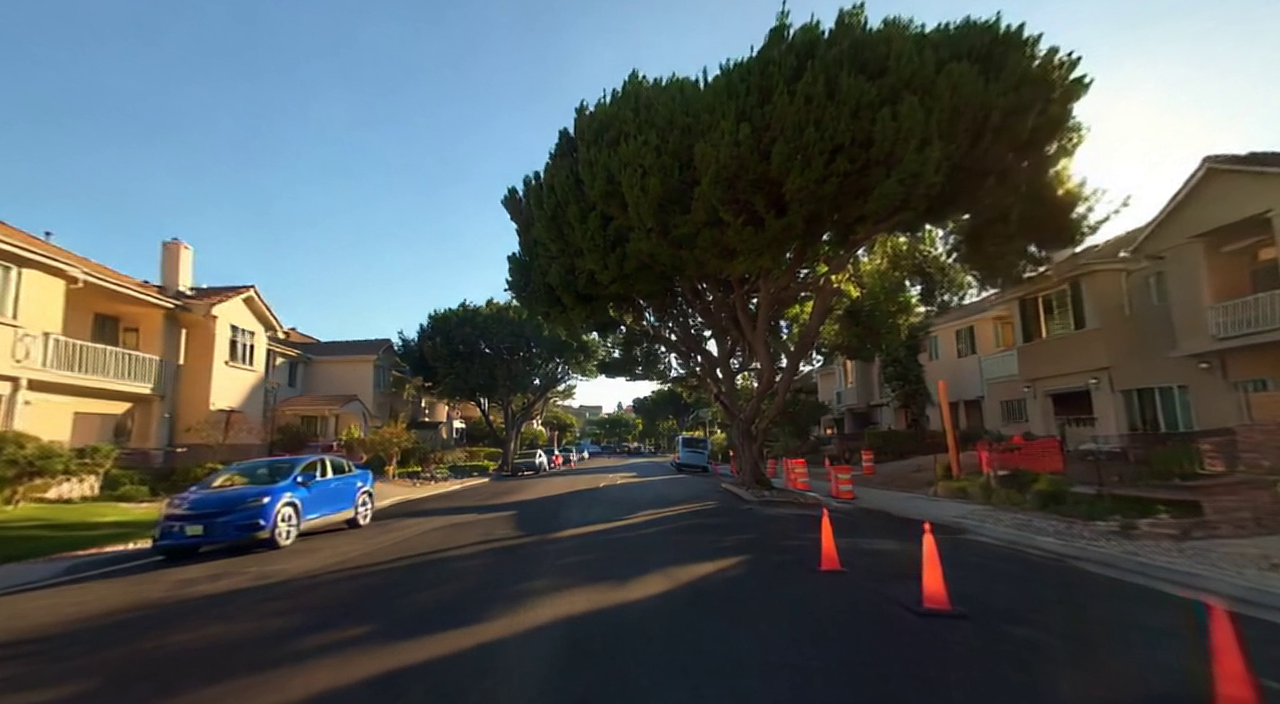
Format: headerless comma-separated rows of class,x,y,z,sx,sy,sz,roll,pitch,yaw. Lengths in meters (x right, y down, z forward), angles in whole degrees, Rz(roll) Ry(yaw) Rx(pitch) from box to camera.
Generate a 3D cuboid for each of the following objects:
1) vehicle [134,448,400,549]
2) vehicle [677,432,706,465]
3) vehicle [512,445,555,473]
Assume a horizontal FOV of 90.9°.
vehicle,-6.506,2.562,11.809,2.137,1.481,4.503,0,-9,2
vehicle,4.049,7.633,49.992,2.082,2.534,3.248,-1,-8,3
vehicle,-6.546,6.598,39.104,1.957,1.608,4.476,0,-9,-1
